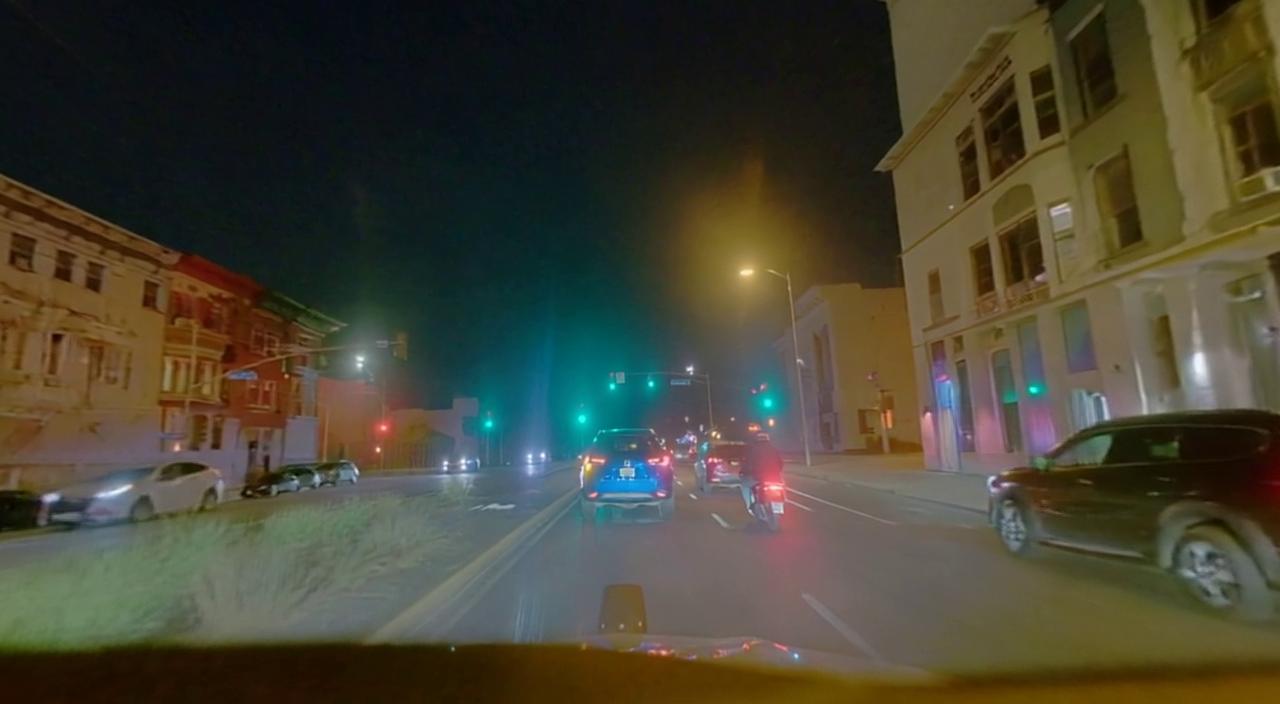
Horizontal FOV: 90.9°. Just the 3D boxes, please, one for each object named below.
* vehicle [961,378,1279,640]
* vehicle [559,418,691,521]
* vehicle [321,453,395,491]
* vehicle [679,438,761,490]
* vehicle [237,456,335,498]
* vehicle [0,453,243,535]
[{"bbox_3d":[5.249,1.299,5.885,2.030,1.709,4.687,0,-9,0],"label":"vehicle"},{"bbox_3d":[-0.256,2.355,13.041,2.265,1.748,4.130,0,-9,0],"label":"vehicle"},{"bbox_3d":[-14.322,6.096,32.310,1.926,1.732,4.635,0,-9,-4],"label":"vehicle"},{"bbox_3d":[2.488,3.631,20.809,2.101,1.507,4.355,0,-9,-1],"label":"vehicle"},{"bbox_3d":[-18.190,6.410,32.793,2.134,1.915,5.317,0,-9,-2],"label":"vehicle"},{"bbox_3d":[-13.659,3.691,17.230,2.142,1.826,5.471,0,-9,-2],"label":"vehicle"}]
